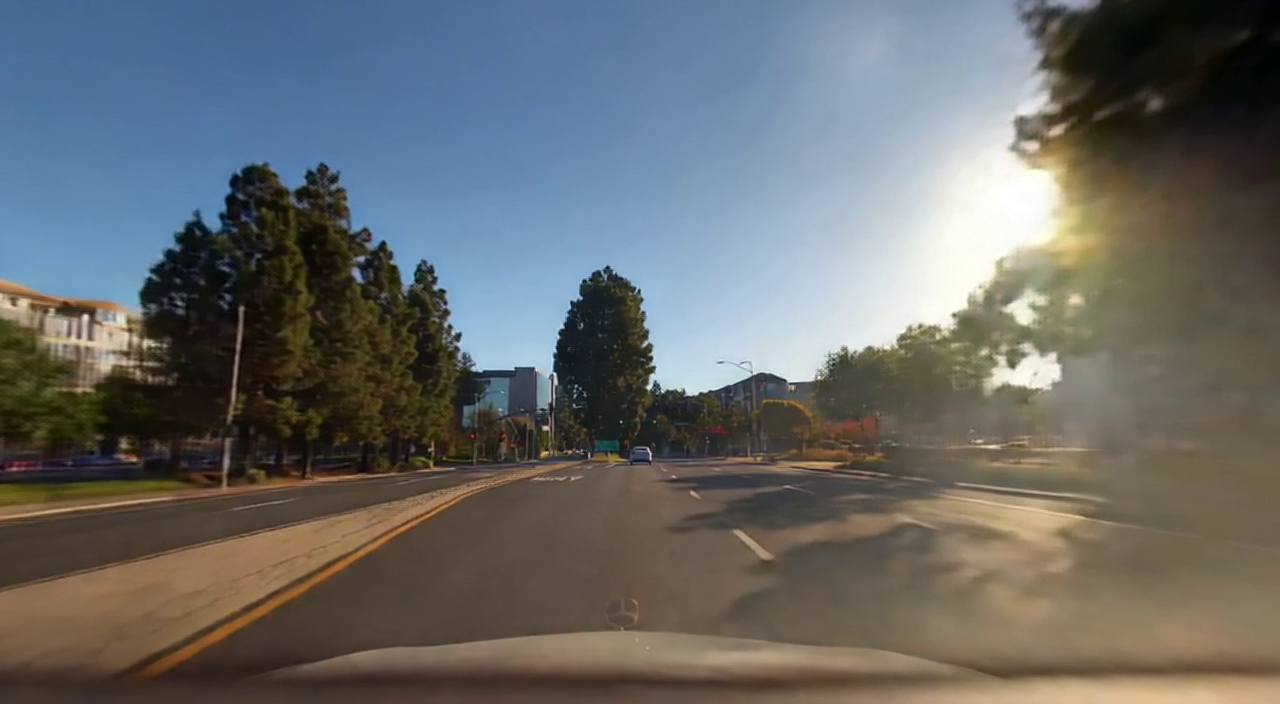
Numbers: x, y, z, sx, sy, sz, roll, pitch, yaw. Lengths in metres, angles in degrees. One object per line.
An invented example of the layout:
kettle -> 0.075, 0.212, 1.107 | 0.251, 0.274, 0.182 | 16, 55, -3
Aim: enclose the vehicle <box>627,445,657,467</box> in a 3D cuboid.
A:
vehicle -> 0.148, 7.363, 44.874 | 2.064, 1.477, 3.968 | 0, -9, 0
